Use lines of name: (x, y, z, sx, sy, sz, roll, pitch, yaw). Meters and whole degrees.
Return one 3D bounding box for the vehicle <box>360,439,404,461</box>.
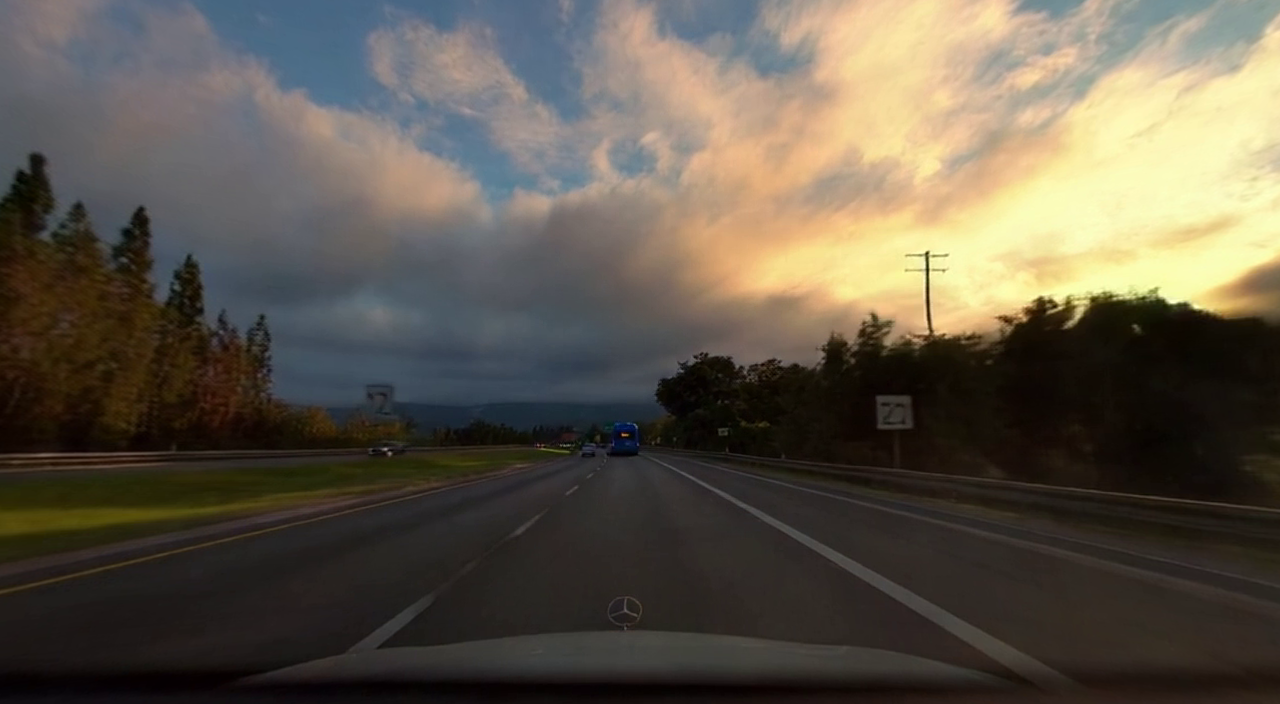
vehicle: (-20.254, 7.703, 49.666, 1.810, 1.612, 4.003, 0, -9, -2)
